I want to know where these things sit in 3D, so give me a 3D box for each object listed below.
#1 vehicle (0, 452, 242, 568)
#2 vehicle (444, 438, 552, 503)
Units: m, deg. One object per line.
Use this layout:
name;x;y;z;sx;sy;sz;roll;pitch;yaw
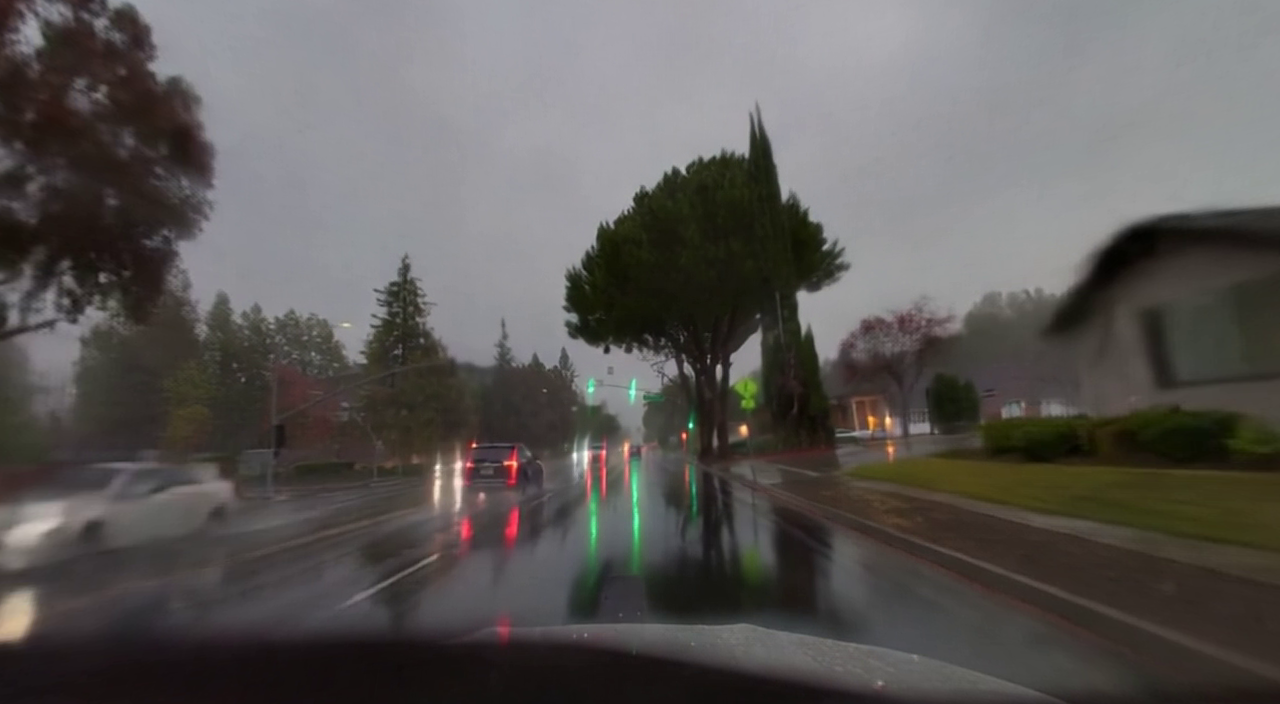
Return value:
vehicle;-10.761;2.955;12.719;2.149;1.802;5.007;-1;-9;1
vehicle;-4.148;3.539;19.395;2.169;1.706;4.638;0;-8;1
